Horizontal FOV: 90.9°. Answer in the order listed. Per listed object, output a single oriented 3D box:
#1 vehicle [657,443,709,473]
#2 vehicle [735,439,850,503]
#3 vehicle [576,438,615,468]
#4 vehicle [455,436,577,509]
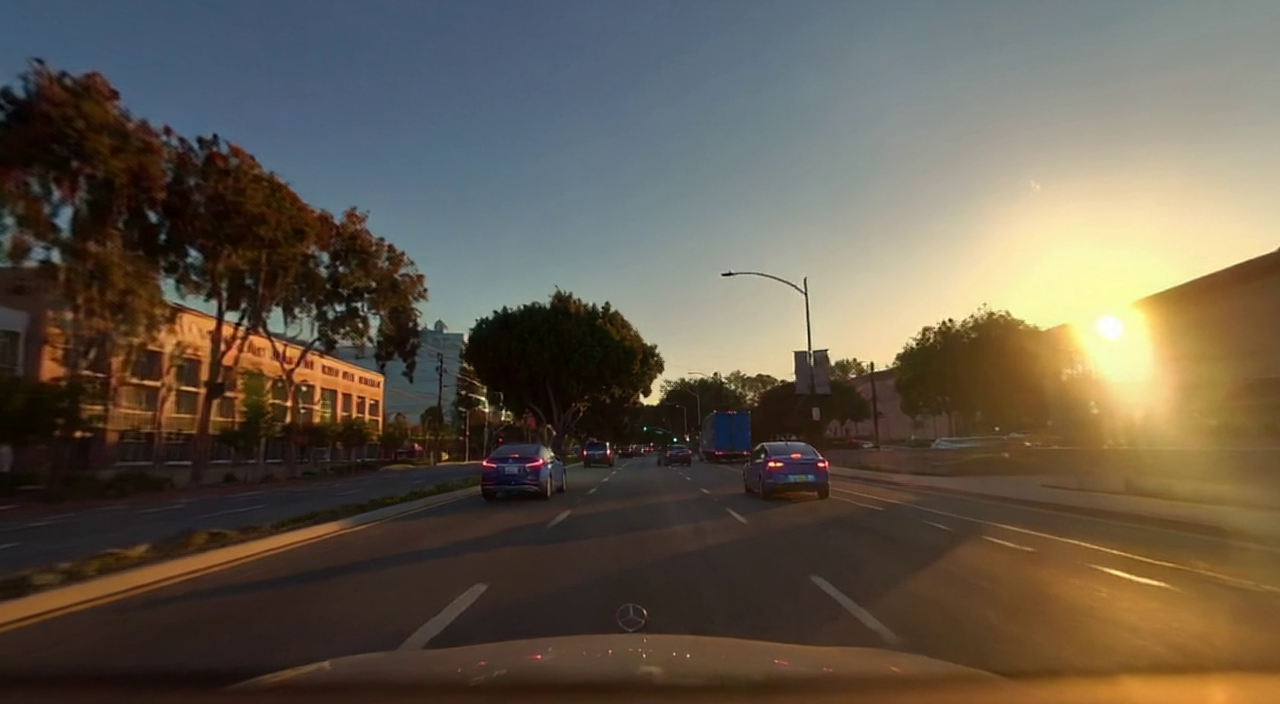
[{"bbox_3d":[2.154,5.536,33.074,2.020,1.461,4.326,1,-9,-5],"label":"vehicle"},{"bbox_3d":[3.812,3.044,16.559,1.972,1.452,4.189,0,-8,0],"label":"vehicle"},{"bbox_3d":[-2.758,6.457,40.302,2.137,1.796,4.304,0,-8,1],"label":"vehicle"},{"bbox_3d":[-2.846,2.871,15.536,2.003,1.509,4.396,-1,-9,2],"label":"vehicle"}]
